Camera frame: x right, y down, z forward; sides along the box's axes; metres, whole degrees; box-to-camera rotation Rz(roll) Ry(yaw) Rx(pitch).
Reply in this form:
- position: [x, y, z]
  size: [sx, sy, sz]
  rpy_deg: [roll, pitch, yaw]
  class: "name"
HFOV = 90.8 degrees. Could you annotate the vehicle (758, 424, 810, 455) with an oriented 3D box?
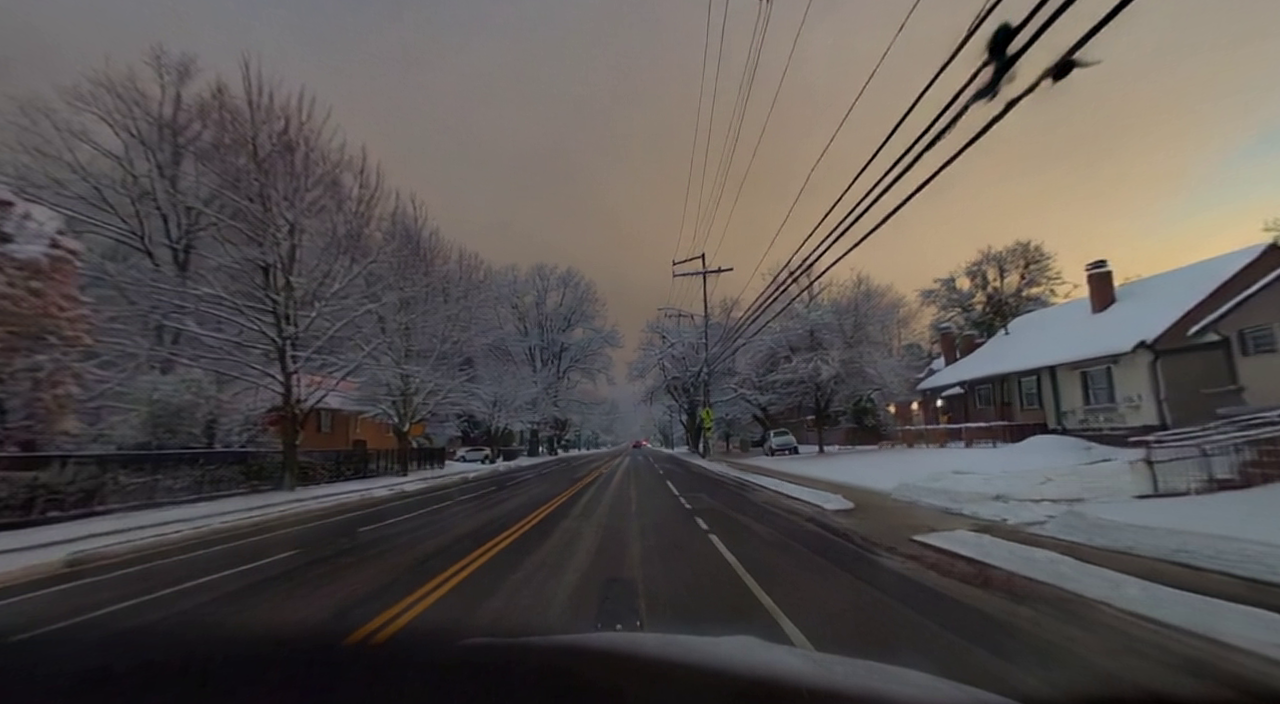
- position: [9.641, 5.926, 42.788]
  size: [2.102, 1.822, 4.802]
  rpy_deg: [-4, -8, -3]
  class: "vehicle"
